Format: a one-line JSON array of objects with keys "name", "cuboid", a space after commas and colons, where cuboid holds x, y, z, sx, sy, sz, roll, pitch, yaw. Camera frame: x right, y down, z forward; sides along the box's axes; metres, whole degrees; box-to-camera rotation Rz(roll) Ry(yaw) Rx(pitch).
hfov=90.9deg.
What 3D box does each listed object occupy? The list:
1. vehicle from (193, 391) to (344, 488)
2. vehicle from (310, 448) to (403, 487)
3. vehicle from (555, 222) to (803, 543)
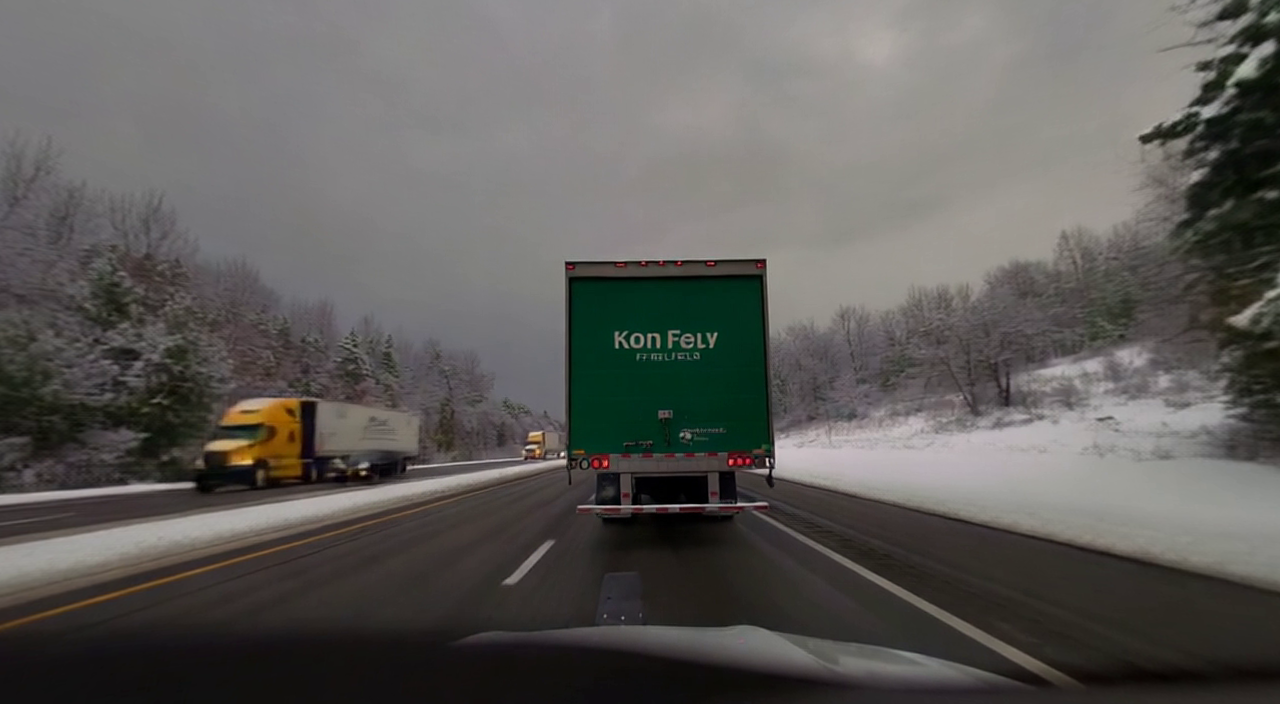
[{"name": "vehicle", "cuboid": [-16.460, 4.011, 28.566, 3.001, 3.922, 5.958, 0, -9, 1]}, {"name": "vehicle", "cuboid": [-12.016, 4.900, 27.033, 1.944, 1.486, 4.229, 0, -9, 1]}, {"name": "vehicle", "cuboid": [0.495, 1.453, 15.683, 3.230, 4.377, 14.405, 0, -9, 0]}]
